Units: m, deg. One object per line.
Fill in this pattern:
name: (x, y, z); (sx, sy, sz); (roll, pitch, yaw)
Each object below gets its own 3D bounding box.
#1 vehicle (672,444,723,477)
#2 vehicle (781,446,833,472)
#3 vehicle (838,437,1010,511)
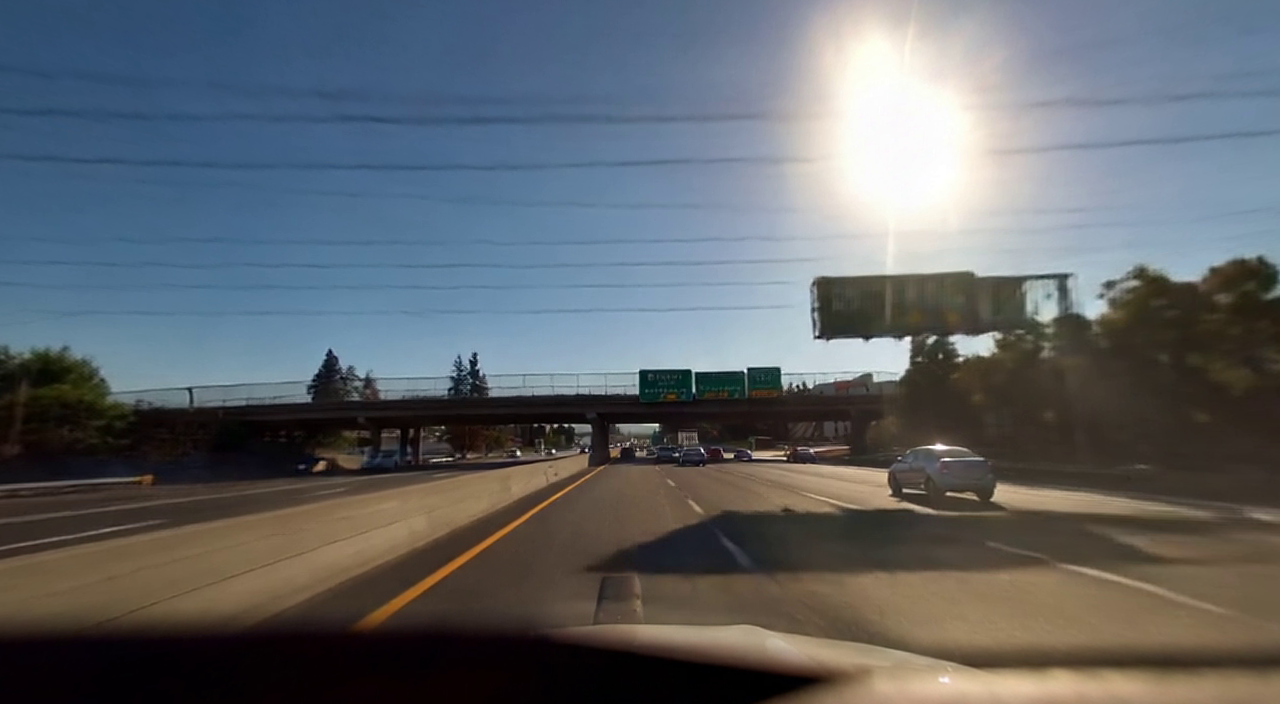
vehicle: (2.773, 5.346, 31.488); (1.993, 1.507, 4.594); (0, -8, -2)
vehicle: (9.766, 6.257, 37.285); (1.838, 1.440, 4.121); (0, -8, -2)
vehicle: (6.541, 2.833, 15.255); (1.952, 1.489, 4.483); (0, -8, -2)
